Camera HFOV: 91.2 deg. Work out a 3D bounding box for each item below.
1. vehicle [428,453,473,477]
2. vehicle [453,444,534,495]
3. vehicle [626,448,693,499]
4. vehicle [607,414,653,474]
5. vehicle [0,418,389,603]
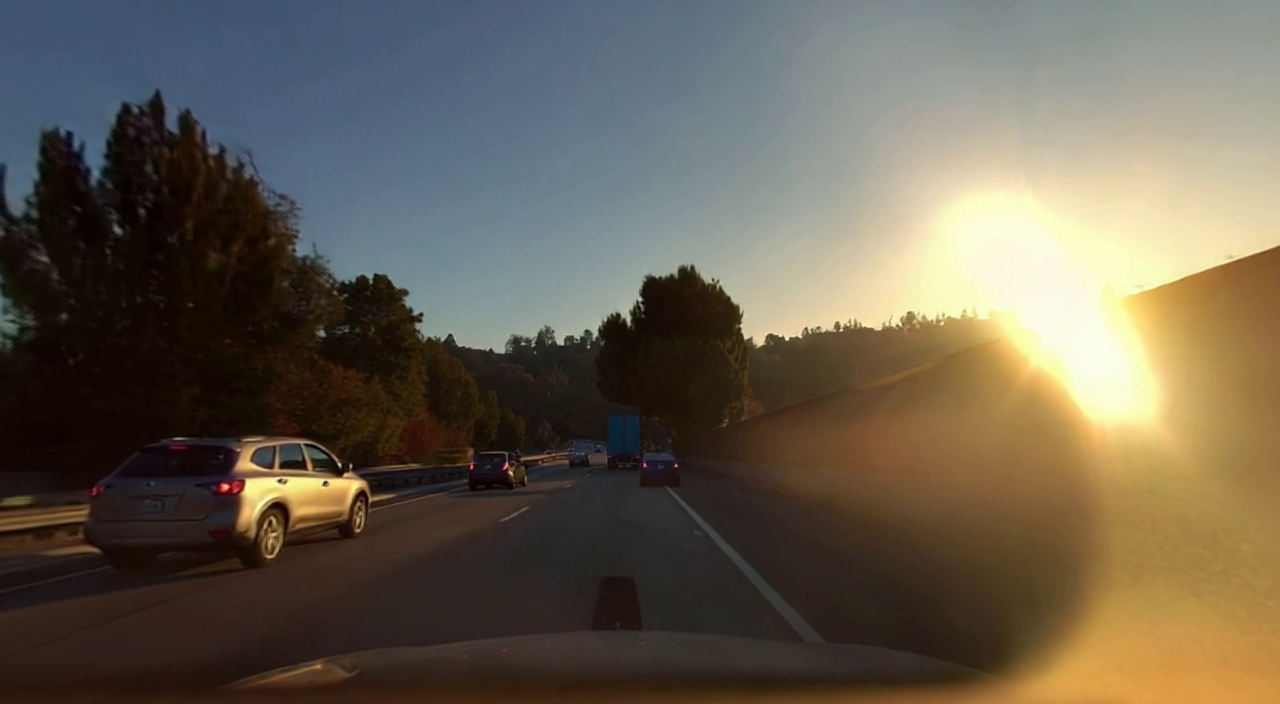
[{"bbox_3d":[-14.144,8.405,46.994,2.014,1.643,4.585,0,-9,-1],"label":"vehicle"},{"bbox_3d":[-5.258,4.257,23.071,2.035,1.664,4.064,0,-9,0],"label":"vehicle"},{"bbox_3d":[0.542,3.962,20.832,2.026,1.489,4.045,0,-9,-1],"label":"vehicle"},{"bbox_3d":[-0.850,7.087,48.059,3.113,4.066,10.786,0,-9,-2],"label":"vehicle"},{"bbox_3d":[-5.051,1.778,7.886,2.100,1.671,4.105,0,-9,-1],"label":"vehicle"}]
